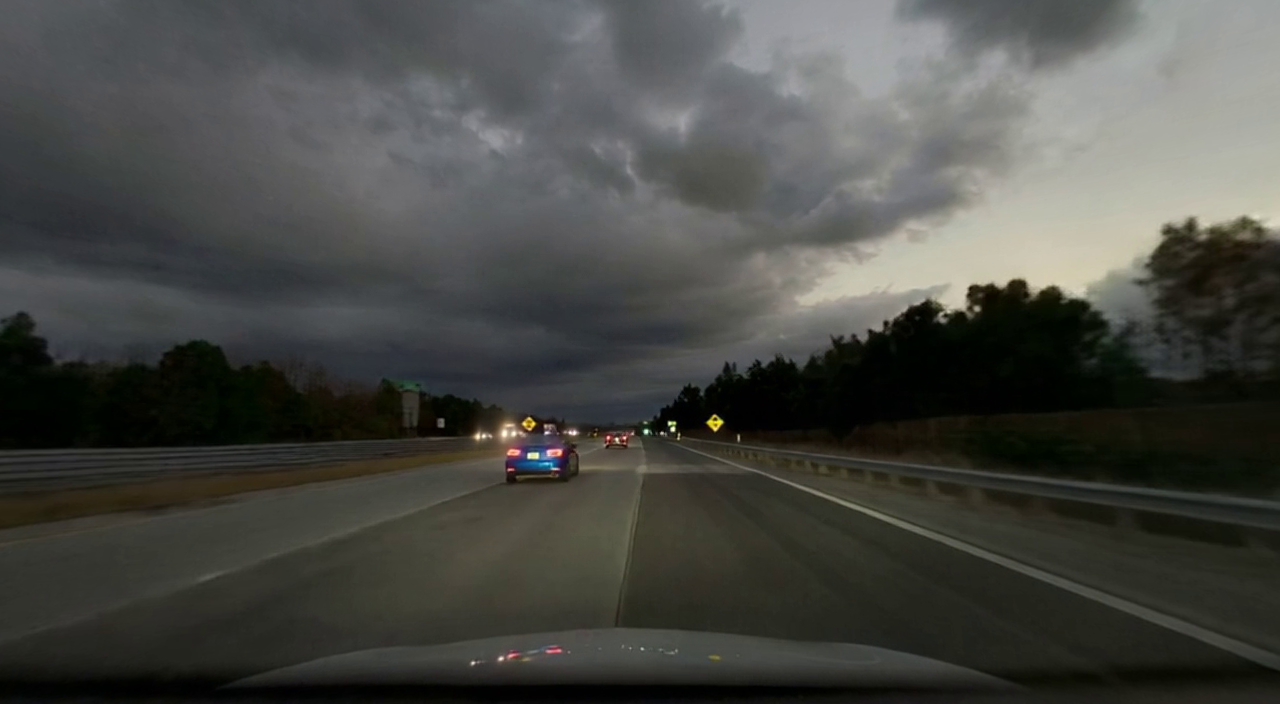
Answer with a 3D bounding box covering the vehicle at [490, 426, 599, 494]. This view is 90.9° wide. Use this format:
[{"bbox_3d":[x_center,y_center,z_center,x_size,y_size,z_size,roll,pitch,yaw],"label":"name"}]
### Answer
[{"bbox_3d":[-2.211,2.626,15.781,1.977,1.443,4.225,0,-8,1],"label":"vehicle"}]
